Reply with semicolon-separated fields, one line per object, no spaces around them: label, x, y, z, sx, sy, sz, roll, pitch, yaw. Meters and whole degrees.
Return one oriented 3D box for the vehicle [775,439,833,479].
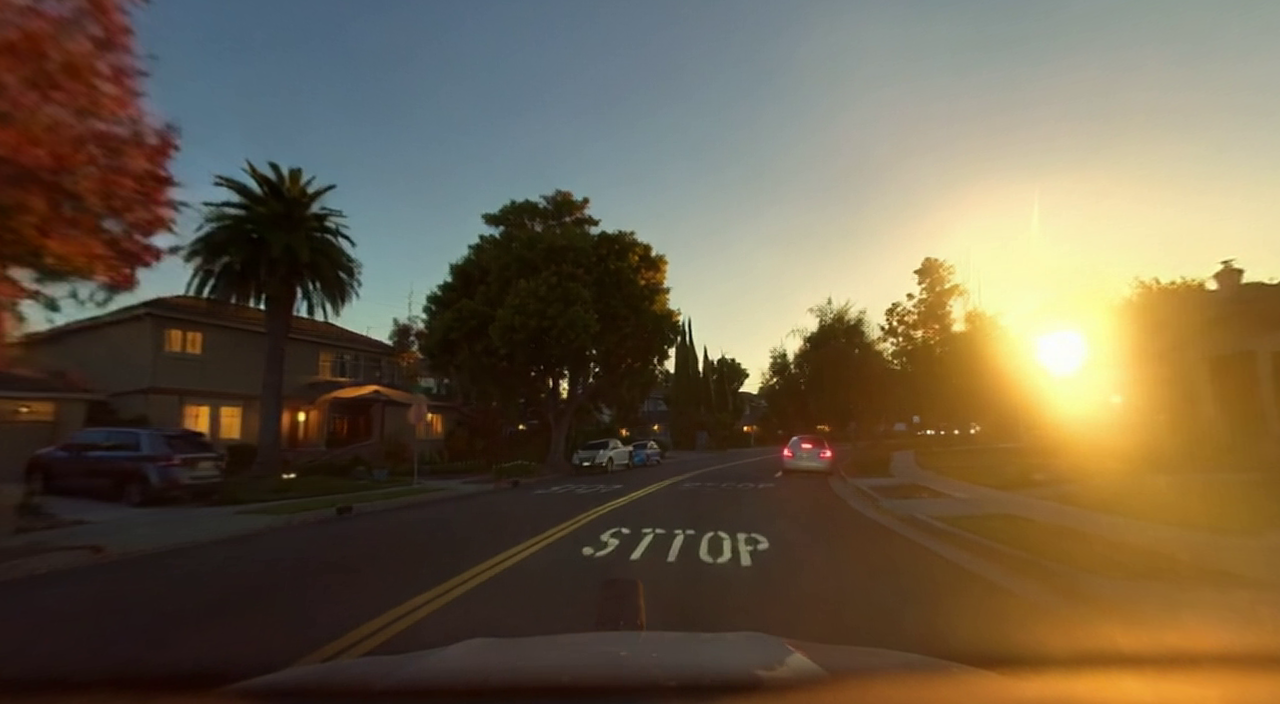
vehicle;6.969;4.431;26.505;2.045;1.478;4.914;-3;-9;17

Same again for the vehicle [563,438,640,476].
vehicle;-1.790;5.129;31.219;2.030;1.696;4.828;-3;-9;19
